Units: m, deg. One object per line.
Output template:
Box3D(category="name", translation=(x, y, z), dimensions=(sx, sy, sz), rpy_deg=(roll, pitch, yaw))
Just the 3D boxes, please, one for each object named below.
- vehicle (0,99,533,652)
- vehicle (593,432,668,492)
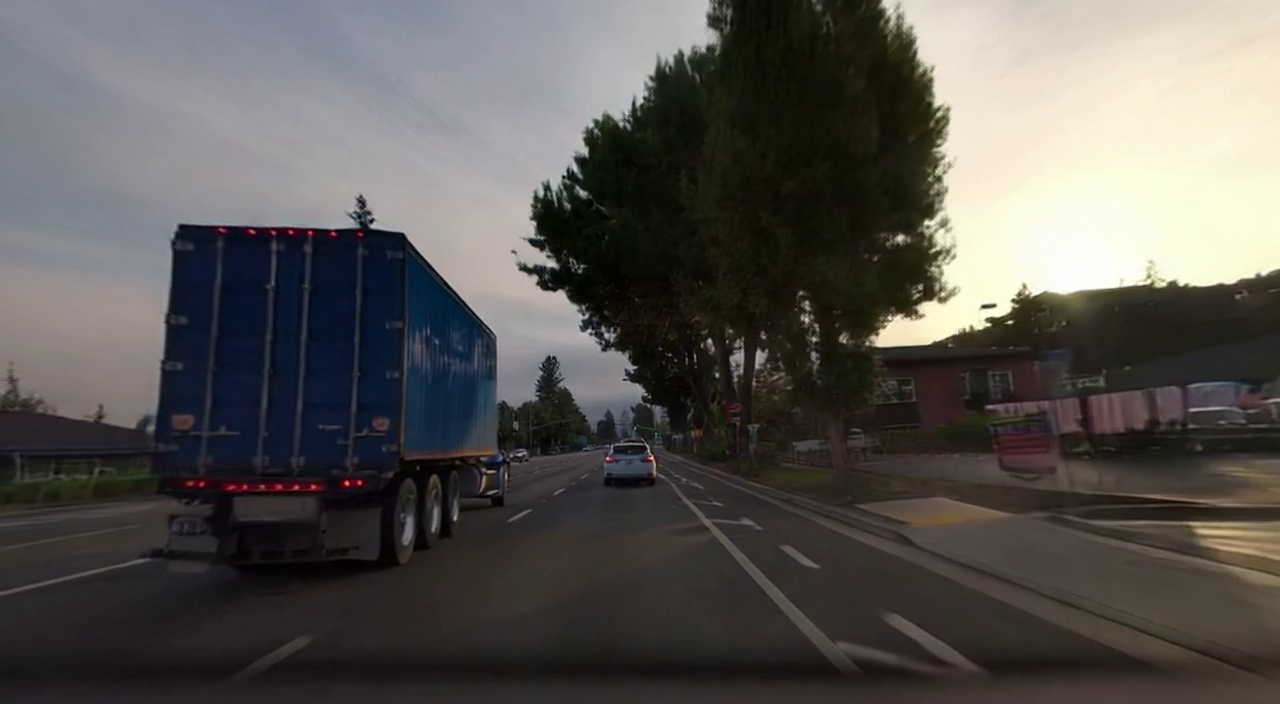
Box3D(category="vehicle", translation=(-3.988, 0.815, 9.584), dimensions=(2.996, 3.902, 10.410), rpy_deg=(0, -9, -1))
Box3D(category="vehicle", translation=(-0.309, 3.379, 19.701), dimensions=(2.094, 1.682, 3.866), rpy_deg=(0, -9, -1))
